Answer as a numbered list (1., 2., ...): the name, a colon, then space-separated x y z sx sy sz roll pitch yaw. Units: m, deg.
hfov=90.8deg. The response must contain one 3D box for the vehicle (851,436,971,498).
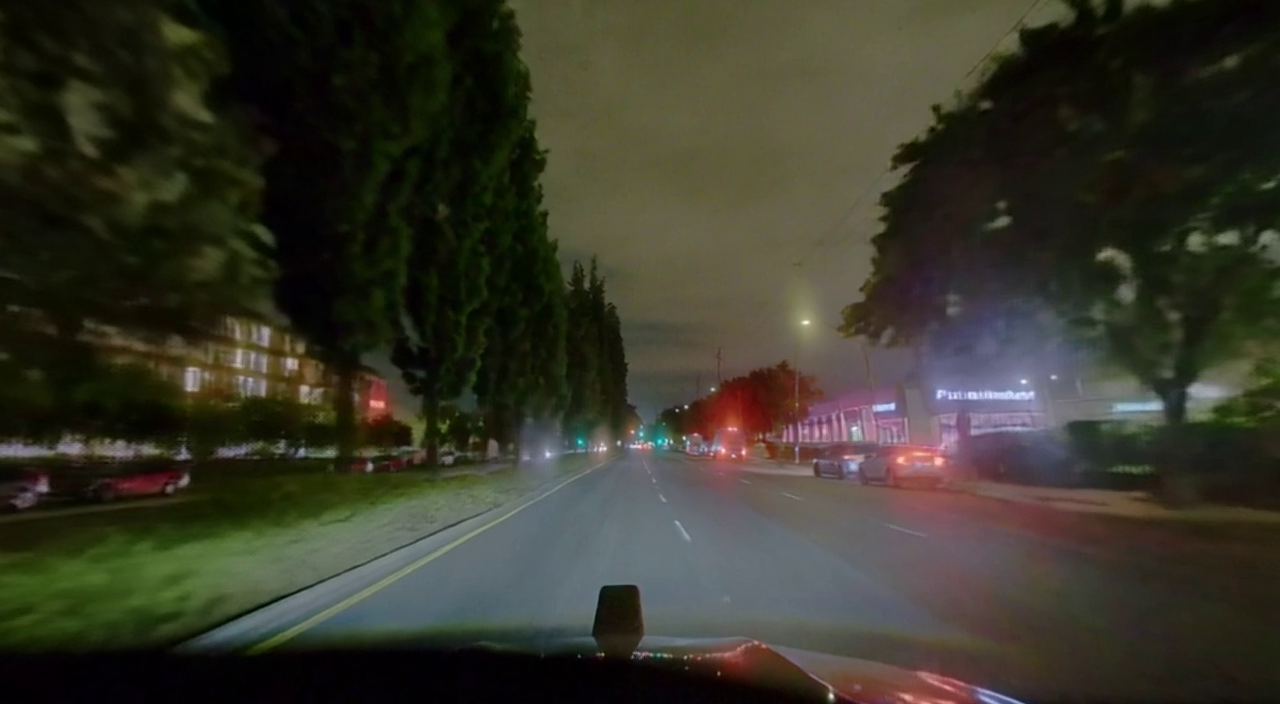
1. vehicle: 9.161 3.885 21.830 1.994 1.738 4.622 5 -9 -2

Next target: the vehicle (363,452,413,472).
1. vehicle: -19.456 8.480 48.918 1.787 1.482 4.645 -1 -9 3

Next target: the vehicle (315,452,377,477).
1. vehicle: -19.537 7.463 42.223 1.890 1.468 4.727 0 -9 0

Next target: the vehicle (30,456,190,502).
1. vehicle: -19.631 4.692 23.769 1.840 1.464 4.781 0 -9 1
